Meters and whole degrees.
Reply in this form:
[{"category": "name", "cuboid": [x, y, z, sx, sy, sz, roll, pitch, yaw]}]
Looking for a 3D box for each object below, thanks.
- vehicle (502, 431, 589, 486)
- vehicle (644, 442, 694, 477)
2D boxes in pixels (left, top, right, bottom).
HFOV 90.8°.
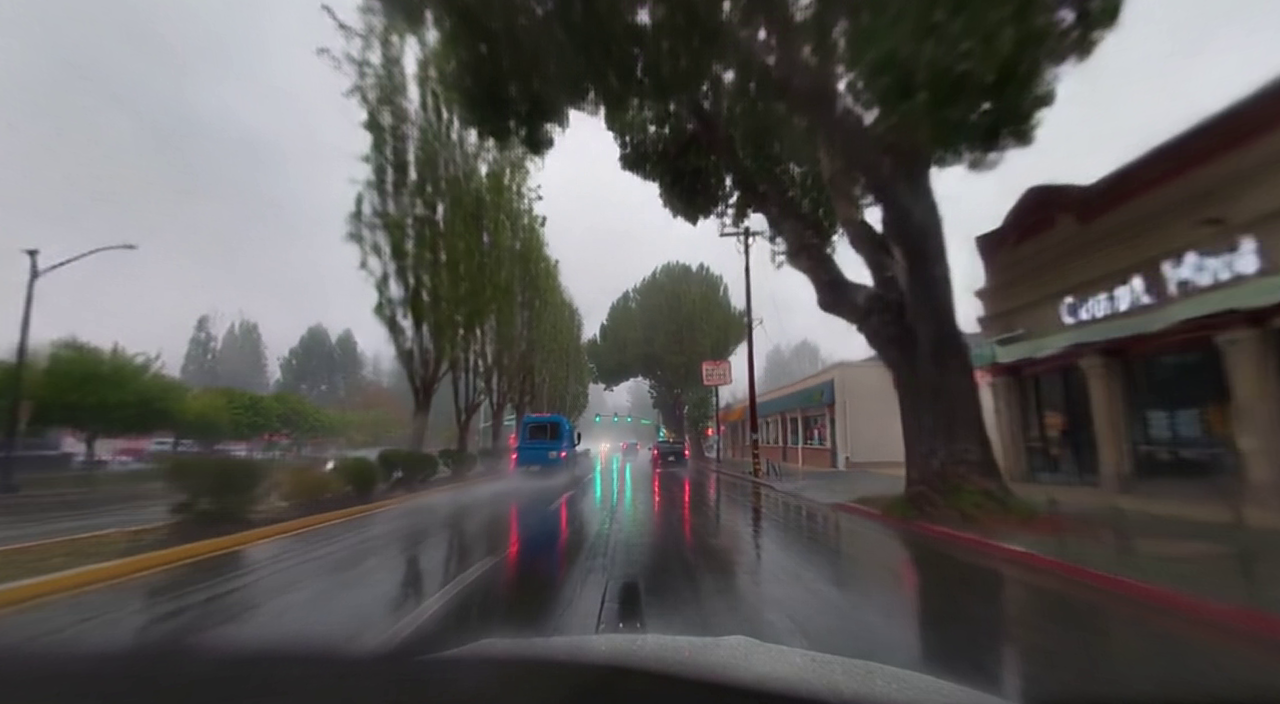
[{"category": "vehicle", "cuboid": [-3.269, 3.821, 22.985, 2.464, 1.777, 5.128, 0, -9, -1]}, {"category": "vehicle", "cuboid": [1.278, 4.961, 29.299, 2.103, 1.487, 4.101, 0, -9, 0]}]
